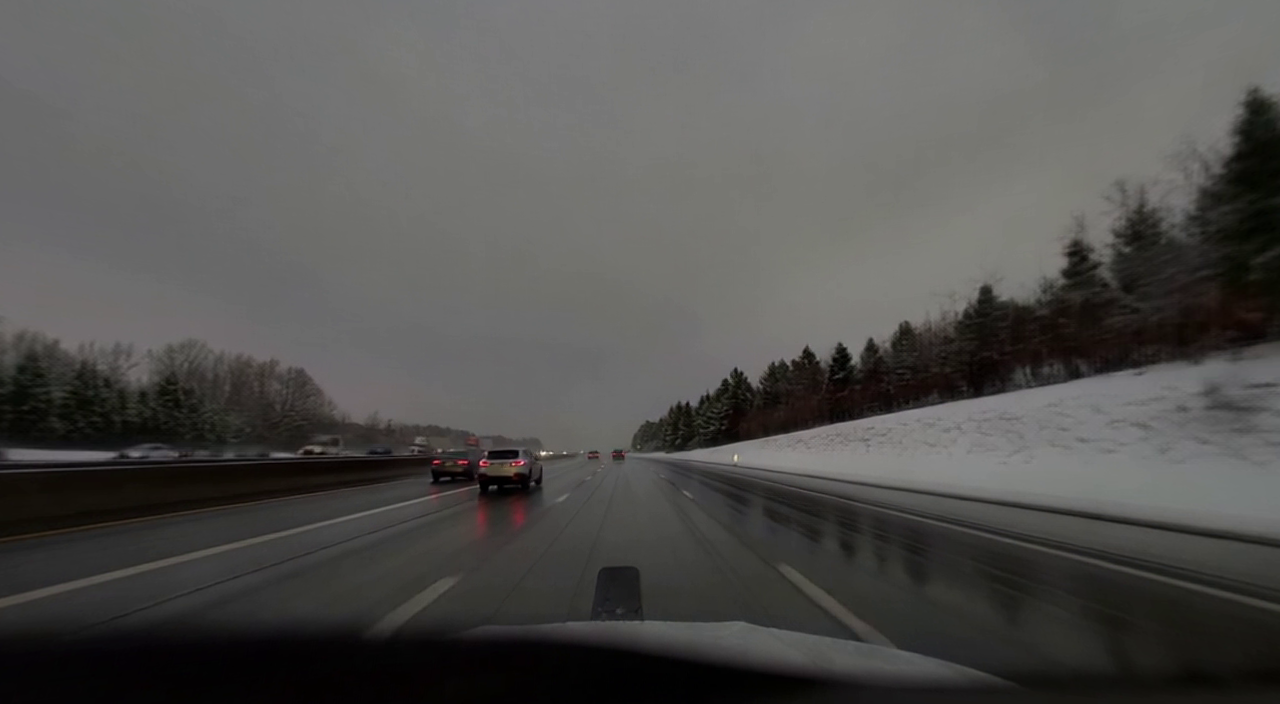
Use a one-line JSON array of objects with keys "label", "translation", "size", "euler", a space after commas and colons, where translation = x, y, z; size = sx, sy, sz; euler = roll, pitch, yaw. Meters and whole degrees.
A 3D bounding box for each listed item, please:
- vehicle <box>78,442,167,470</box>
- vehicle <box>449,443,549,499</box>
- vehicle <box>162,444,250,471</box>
[{"label": "vehicle", "translation": [-32.874, 6.618, 40.311], "size": [1.997, 1.678, 4.408], "euler": [0, -9, -2]}, {"label": "vehicle", "translation": [-4.204, 3.619, 19.662], "size": [2.073, 1.516, 4.478], "euler": [0, -9, 0]}, {"label": "vehicle", "translation": [-25.754, 6.281, 37.728], "size": [1.881, 1.483, 4.791], "euler": [0, -9, -1]}]
